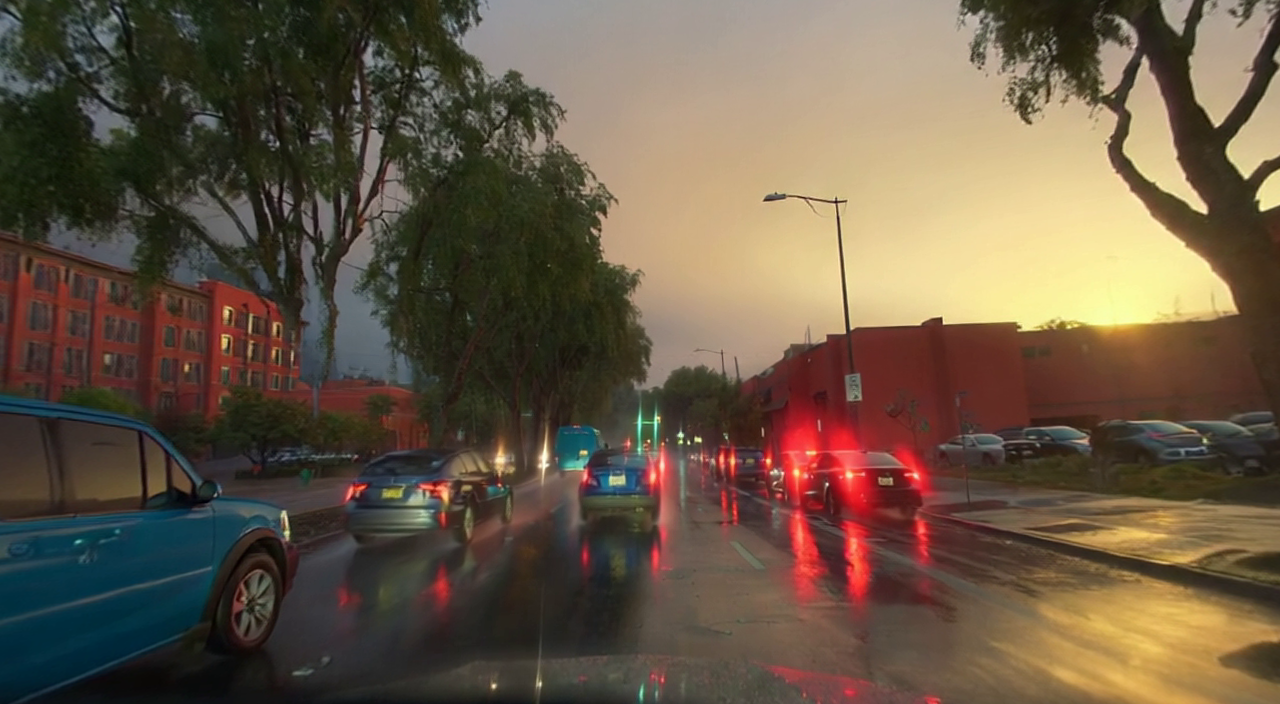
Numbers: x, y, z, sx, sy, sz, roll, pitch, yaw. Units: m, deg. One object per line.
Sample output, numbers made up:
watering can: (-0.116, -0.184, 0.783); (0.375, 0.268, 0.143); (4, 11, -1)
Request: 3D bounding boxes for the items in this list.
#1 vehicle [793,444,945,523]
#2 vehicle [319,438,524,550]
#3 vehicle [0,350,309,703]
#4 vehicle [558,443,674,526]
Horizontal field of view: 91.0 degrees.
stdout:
vehicle: (4.902, 2.851, 14.188); (1.832, 1.491, 4.054); (1, -9, -1)
vehicle: (-3.527, 2.366, 11.241); (1.995, 1.554, 4.426); (0, -9, 1)
vehicle: (-3.732, 0.873, 2.555); (2.140, 1.768, 4.685); (0, -9, 1)
vehicle: (-0.440, 2.796, 13.885); (2.152, 1.518, 4.113); (0, -9, 0)
